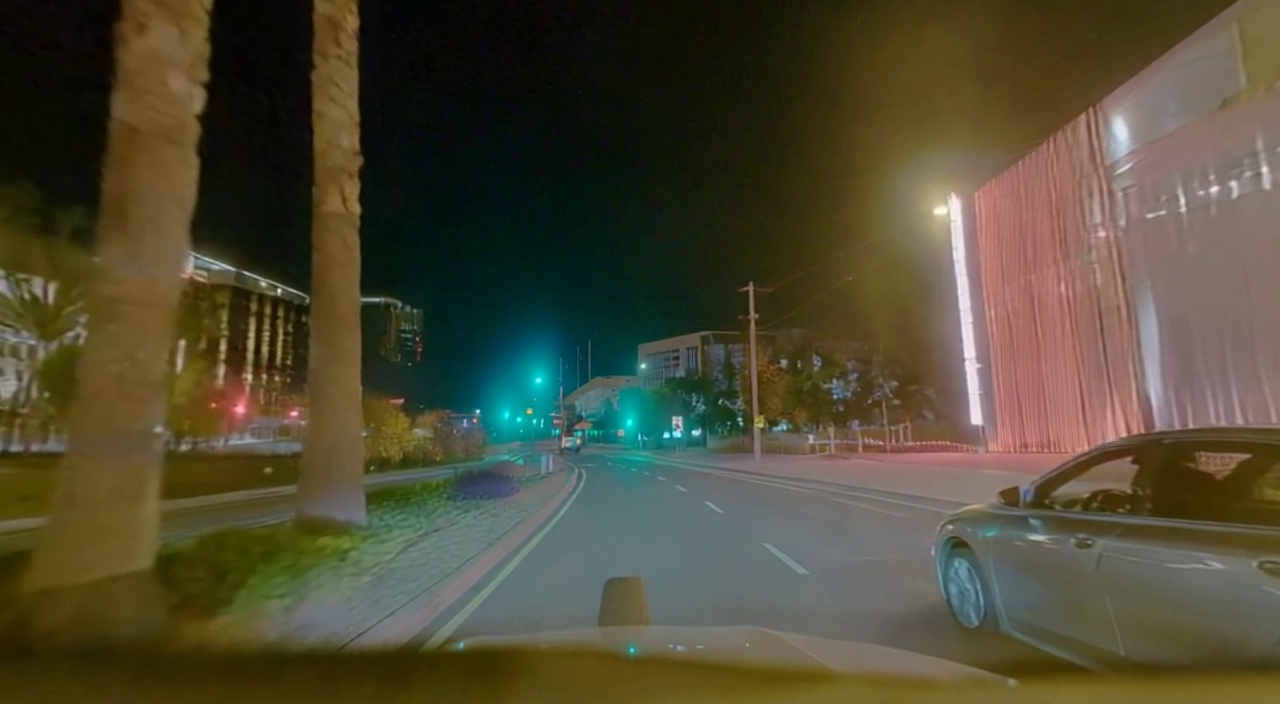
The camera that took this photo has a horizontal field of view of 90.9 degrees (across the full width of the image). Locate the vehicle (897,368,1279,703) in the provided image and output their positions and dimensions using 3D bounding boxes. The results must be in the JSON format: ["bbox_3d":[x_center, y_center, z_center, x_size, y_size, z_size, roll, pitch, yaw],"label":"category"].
[{"bbox_3d":[3.127,0.965,3.050,1.867,1.554,4.301,0,-8,-1],"label":"vehicle"}]
